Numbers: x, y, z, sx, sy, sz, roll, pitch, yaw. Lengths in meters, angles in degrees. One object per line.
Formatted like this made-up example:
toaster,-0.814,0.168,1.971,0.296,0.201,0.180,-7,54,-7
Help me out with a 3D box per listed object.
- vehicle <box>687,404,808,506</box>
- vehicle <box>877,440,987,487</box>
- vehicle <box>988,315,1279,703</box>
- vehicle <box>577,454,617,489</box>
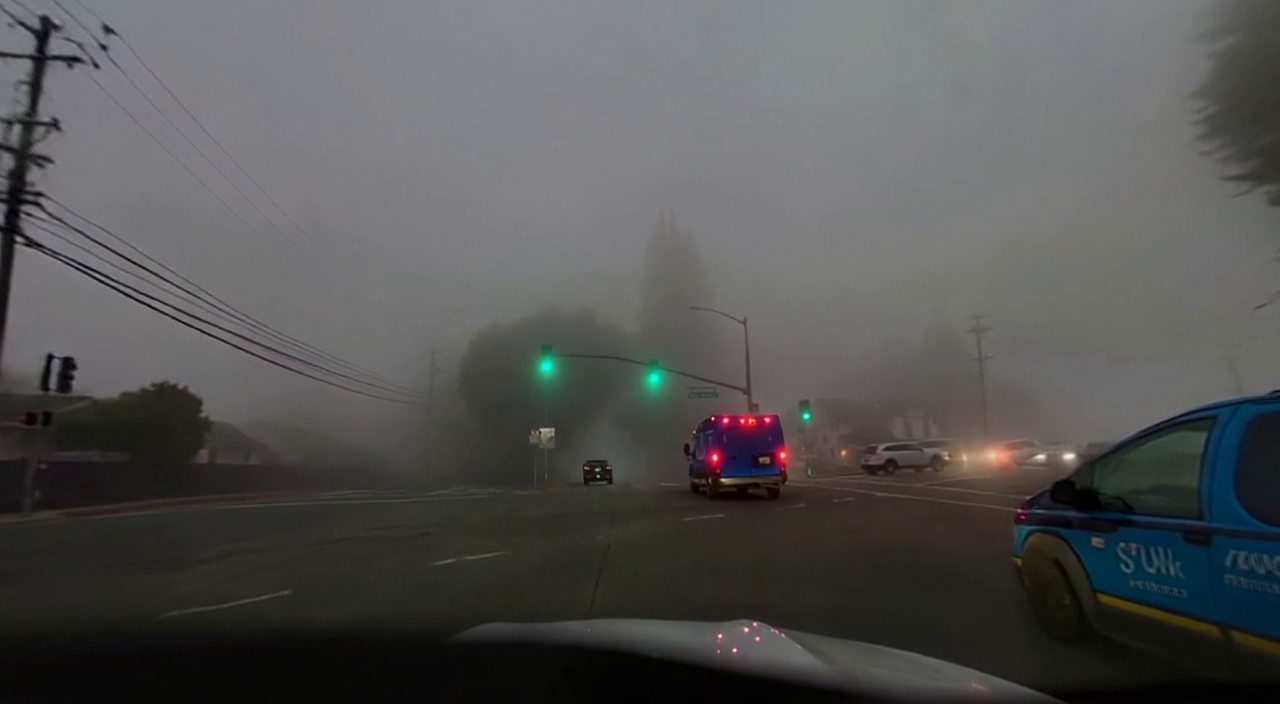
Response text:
vehicle,3.069,3.131,19.586,2.406,2.687,5.521,0,-8,-4
vehicle,11.579,4.322,24.895,4.897,1.675,2.032,7,-11,-41
vehicle,3.987,0.788,2.792,2.194,1.922,4.822,-1,-8,1
vehicle,-2.439,6.586,35.082,2.114,1.707,3.725,0,-8,-6
